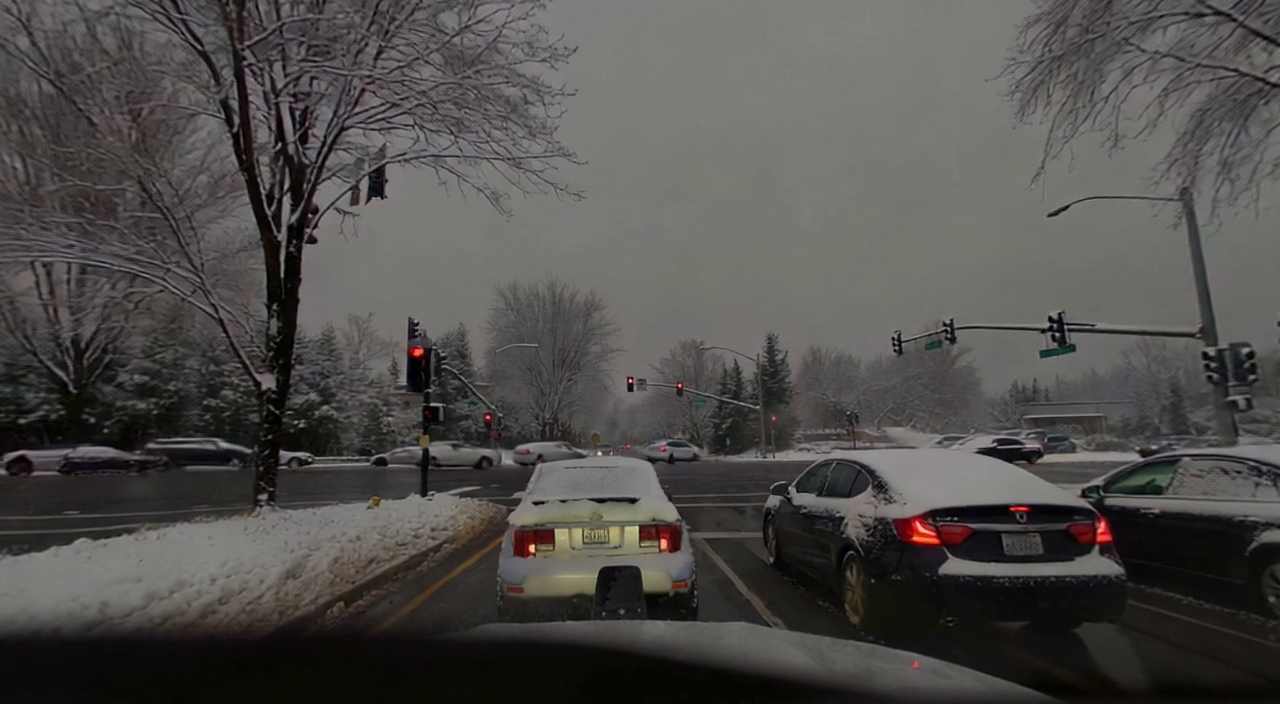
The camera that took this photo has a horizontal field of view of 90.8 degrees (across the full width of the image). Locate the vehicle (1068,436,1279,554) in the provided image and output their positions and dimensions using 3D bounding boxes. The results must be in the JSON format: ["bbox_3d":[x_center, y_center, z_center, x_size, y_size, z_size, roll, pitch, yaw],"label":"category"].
[{"bbox_3d":[9.283,2.155,9.839,1.993,1.505,4.721,3,-9,0],"label":"vehicle"}]

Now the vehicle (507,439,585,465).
[{"bbox_3d":[-5.831,6.273,39.826,1.922,1.485,4.912,-7,-11,37],"label":"vehicle"}]

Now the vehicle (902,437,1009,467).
[{"bbox_3d":[16.275,5.175,32.832,1.962,1.468,4.516,6,-10,-34],"label":"vehicle"}]

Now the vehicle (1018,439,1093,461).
[{"bbox_3d":[29.452,6.948,44.797,4.533,1.471,1.772,2,-9,-15],"label":"vehicle"}]

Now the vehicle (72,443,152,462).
[{"bbox_3d":[-40.540,7.732,48.594,4.345,1.426,1.722,2,-9,-8],"label":"vehicle"}]

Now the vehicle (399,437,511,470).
[{"bbox_3d":[-8.976,4.918,30.785,4.849,1.476,1.935,5,-10,-31],"label":"vehicle"}]

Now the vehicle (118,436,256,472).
[{"bbox_3d":[-20.075,4.534,28.236,4.580,1.472,1.891,3,-9,-21],"label":"vehicle"}]

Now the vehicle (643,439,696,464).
[{"bbox_3d":[2.077,6.789,43.220,1.896,1.544,4.331,-5,-10,29],"label":"vehicle"}]
